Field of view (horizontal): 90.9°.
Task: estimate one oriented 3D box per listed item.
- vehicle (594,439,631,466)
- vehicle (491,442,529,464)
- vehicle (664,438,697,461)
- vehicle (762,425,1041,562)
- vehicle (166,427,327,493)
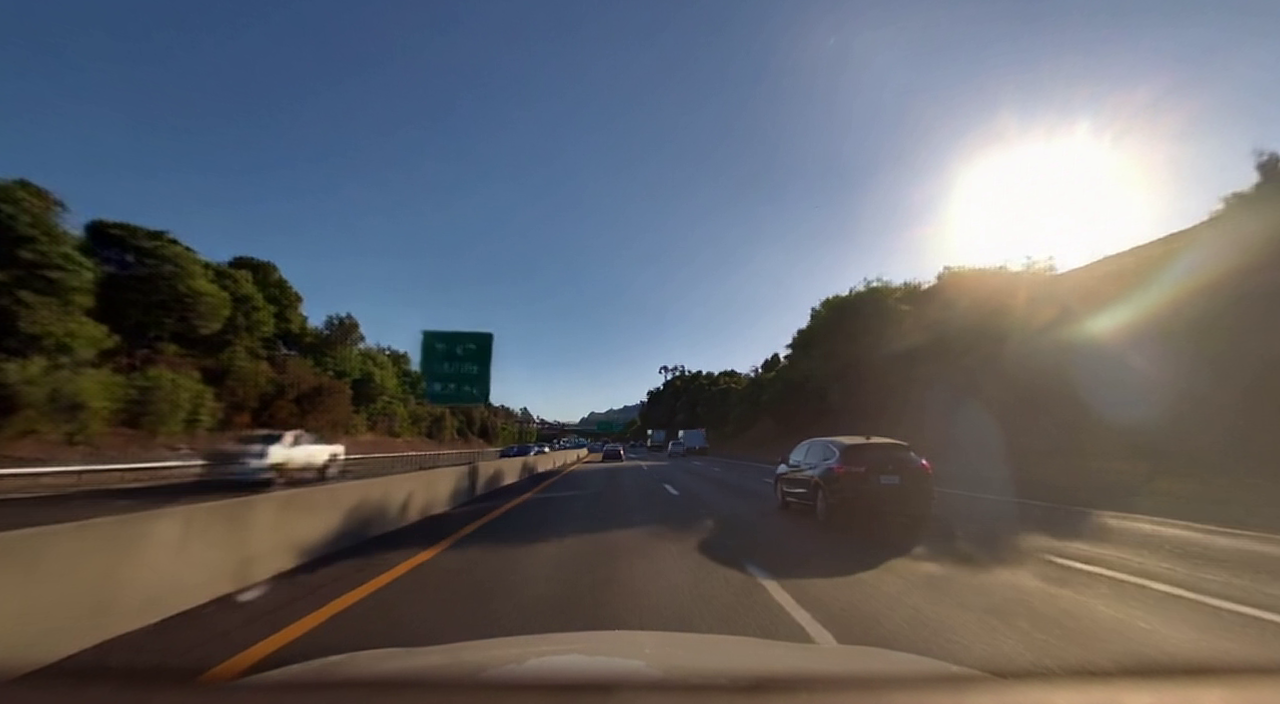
[{"bbox_3d":[-1.634,5.949,37.628,2.055,1.466,4.317,0,-8,-2],"label":"vehicle"},{"bbox_3d":[-9.348,7.269,45.541,1.855,1.455,4.469,0,-8,-1],"label":"vehicle"},{"bbox_3d":[2.973,7.189,46.692,1.995,1.556,3.893,0,-8,-3],"label":"vehicle"},{"bbox_3d":[3.379,1.886,9.429,1.961,1.495,4.743,0,-8,-3],"label":"vehicle"},{"bbox_3d":[-12.807,3.499,21.048,2.210,1.908,5.012,0,-8,-2],"label":"vehicle"}]
